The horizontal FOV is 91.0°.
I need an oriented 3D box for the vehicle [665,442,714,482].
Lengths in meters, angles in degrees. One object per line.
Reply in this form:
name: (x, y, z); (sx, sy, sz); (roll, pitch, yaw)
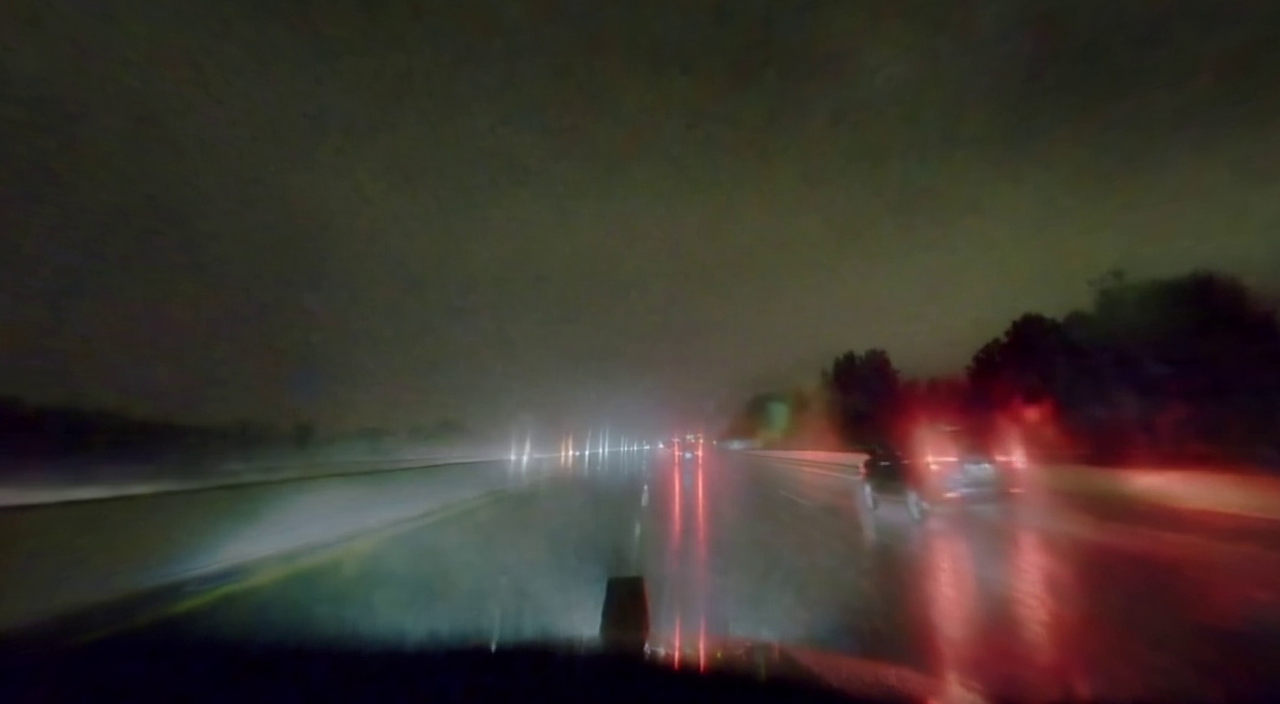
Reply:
vehicle: (1.838, 4.199, 24.358); (1.683, 1.400, 3.868); (-1, -8, 2)

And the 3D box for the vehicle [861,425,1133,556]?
vehicle: (5.060, 1.983, 9.775); (1.770, 1.566, 4.282); (0, -8, 1)
